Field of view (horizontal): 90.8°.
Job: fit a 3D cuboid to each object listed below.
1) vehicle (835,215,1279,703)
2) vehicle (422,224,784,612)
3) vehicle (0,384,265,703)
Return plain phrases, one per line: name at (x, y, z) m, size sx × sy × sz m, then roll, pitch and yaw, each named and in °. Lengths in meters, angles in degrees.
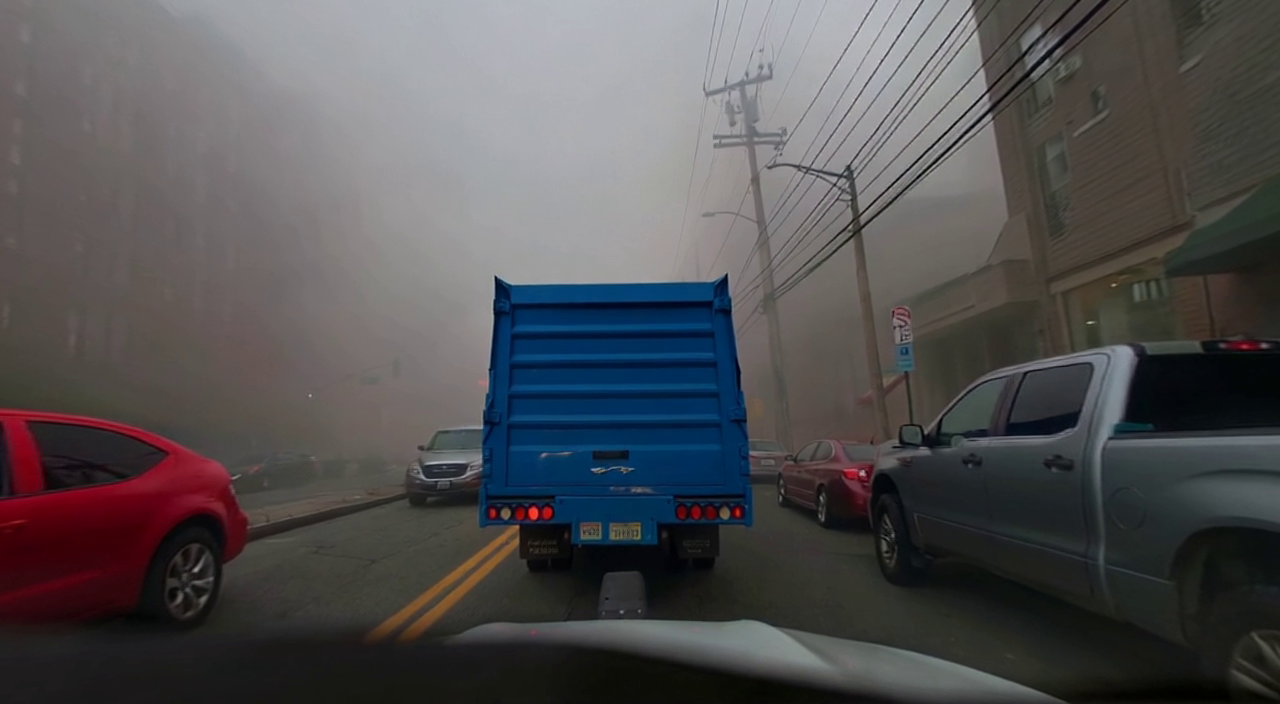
vehicle at (3.231, 0.837, 3.949) m, size 2.242 × 1.979 × 5.722 m, roll 0°, pitch -8°, yaw 1°
vehicle at (-0.246, 1.088, 9.327) m, size 2.878 × 3.204 × 8.244 m, roll 0°, pitch -8°, yaw 1°
vehicle at (-4.124, 0.969, 2.920) m, size 1.988 × 1.657 × 4.492 m, roll 0°, pitch -8°, yaw 0°
